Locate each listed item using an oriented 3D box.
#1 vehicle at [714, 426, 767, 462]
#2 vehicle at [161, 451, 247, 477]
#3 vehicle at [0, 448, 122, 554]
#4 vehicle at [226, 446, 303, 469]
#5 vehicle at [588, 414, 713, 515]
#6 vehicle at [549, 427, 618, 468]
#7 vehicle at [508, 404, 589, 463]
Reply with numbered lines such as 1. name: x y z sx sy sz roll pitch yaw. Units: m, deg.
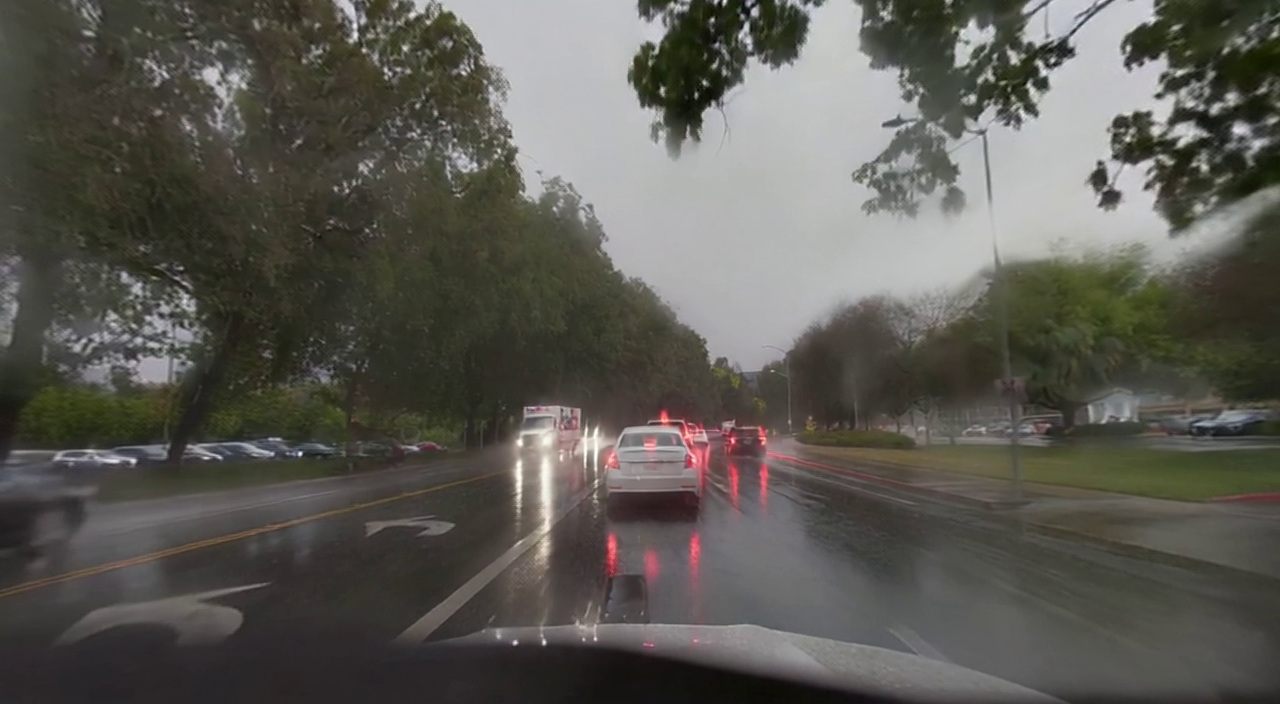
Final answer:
1. vehicle: 5.219 4.862 33.375 2.155 1.786 4.459 -1 -8 2
2. vehicle: -26.761 6.864 38.758 4.260 1.498 1.769 -2 -8 9
3. vehicle: -10.158 2.124 8.815 1.909 1.471 4.502 -1 -8 2
4. vehicle: -26.223 7.393 44.109 4.398 1.532 1.769 -2 -8 8
5. vehicle: 0.208 2.235 13.005 2.154 1.710 4.128 -1 -8 1
6. vehicle: -2.610 4.578 30.395 2.057 1.786 4.725 -2 -8 11
7. vehicle: -5.680 5.369 41.110 2.961 3.316 9.483 -1 -8 6
